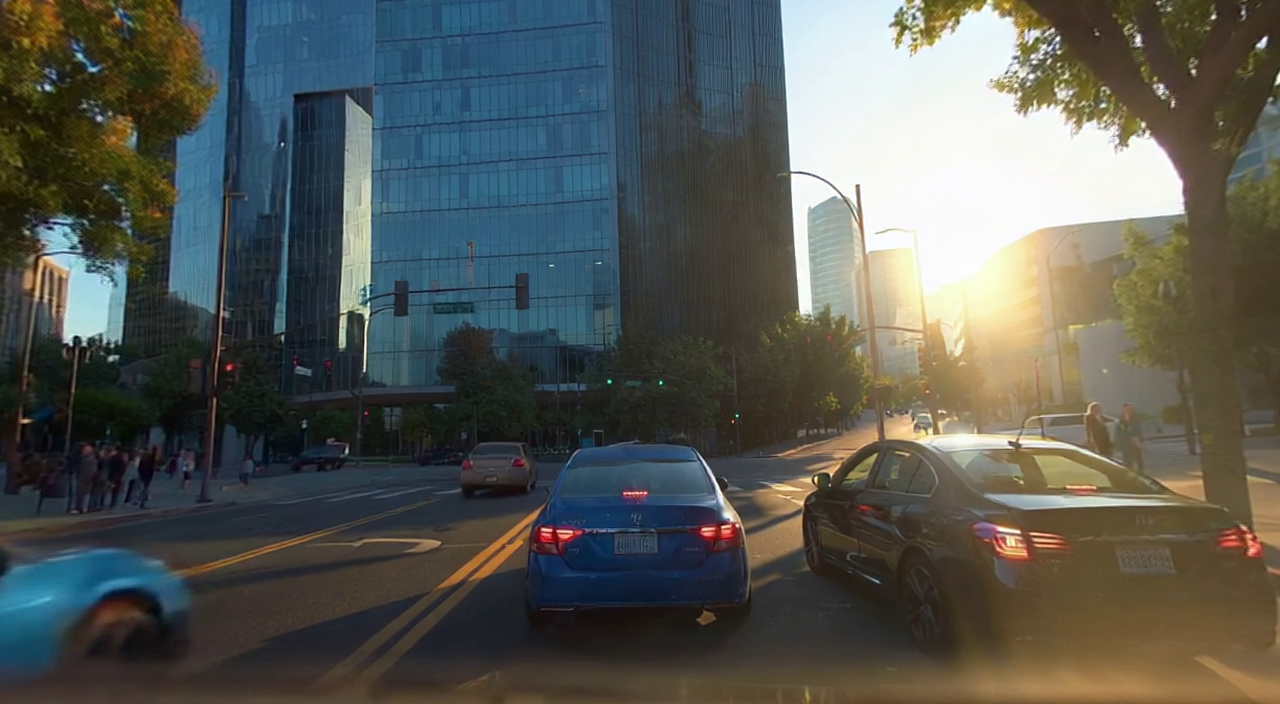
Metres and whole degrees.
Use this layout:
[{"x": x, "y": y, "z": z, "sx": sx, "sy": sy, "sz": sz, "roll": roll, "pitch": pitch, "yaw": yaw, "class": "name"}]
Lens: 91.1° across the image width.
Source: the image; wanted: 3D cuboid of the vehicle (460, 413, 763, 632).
[{"x": -0.268, "y": 1.469, "z": 6.411, "sx": 2.072, "sy": 1.476, "sz": 4.078, "roll": 0, "pitch": -8, "yaw": -2, "class": "vehicle"}]

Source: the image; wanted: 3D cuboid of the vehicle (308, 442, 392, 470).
[{"x": -16.780, "y": 6.009, "z": 36.390, "sx": 4.265, "sy": 1.531, "sz": 1.857, "roll": -3, "pitch": -9, "yaw": 20, "class": "vehicle"}]

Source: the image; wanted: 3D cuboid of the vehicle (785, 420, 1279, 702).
[{"x": 2.757, "y": 1.405, "z": 5.443, "sx": 1.952, "sy": 1.464, "sz": 4.165, "roll": 0, "pitch": -8, "yaw": -1, "class": "vehicle"}]

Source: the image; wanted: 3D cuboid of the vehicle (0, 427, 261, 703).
[{"x": -3.462, "y": 0.906, "z": 1.726, "sx": 1.957, "sy": 1.427, "sz": 4.531, "roll": 0, "pitch": -8, "yaw": 1, "class": "vehicle"}]
